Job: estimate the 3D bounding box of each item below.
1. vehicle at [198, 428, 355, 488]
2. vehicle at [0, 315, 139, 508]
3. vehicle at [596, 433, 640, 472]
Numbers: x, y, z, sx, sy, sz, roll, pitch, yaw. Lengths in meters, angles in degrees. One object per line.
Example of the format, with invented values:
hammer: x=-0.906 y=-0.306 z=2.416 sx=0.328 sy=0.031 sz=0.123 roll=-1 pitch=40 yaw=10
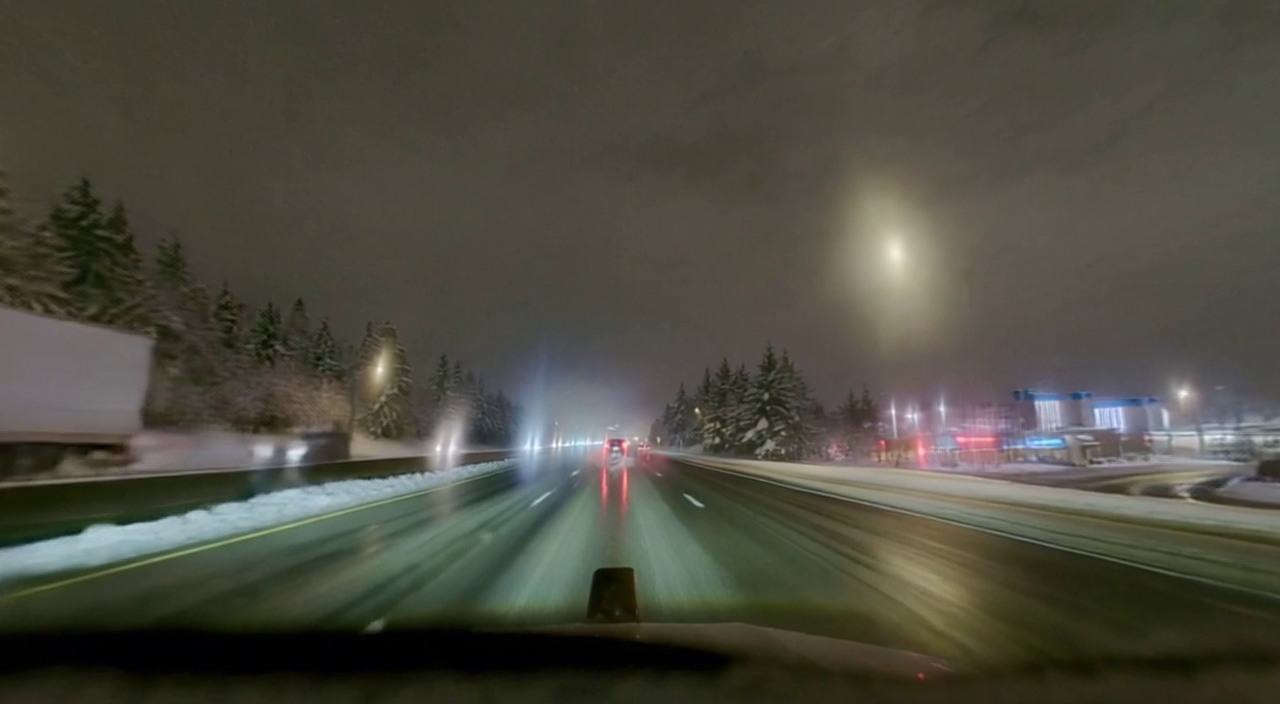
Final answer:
vehicle: x=-11.390 y=3.368 z=20.352 sx=2.084 sy=1.683 sz=5.021 roll=0 pitch=-8 yaw=0
vehicle: x=-15.309 y=0.629 z=9.256 sx=2.879 sy=4.182 sz=16.554 roll=0 pitch=-8 yaw=-2
vehicle: x=-1.138 y=5.281 z=33.306 sx=2.155 sy=1.856 sz=4.796 roll=0 pitch=-8 yaw=-1
